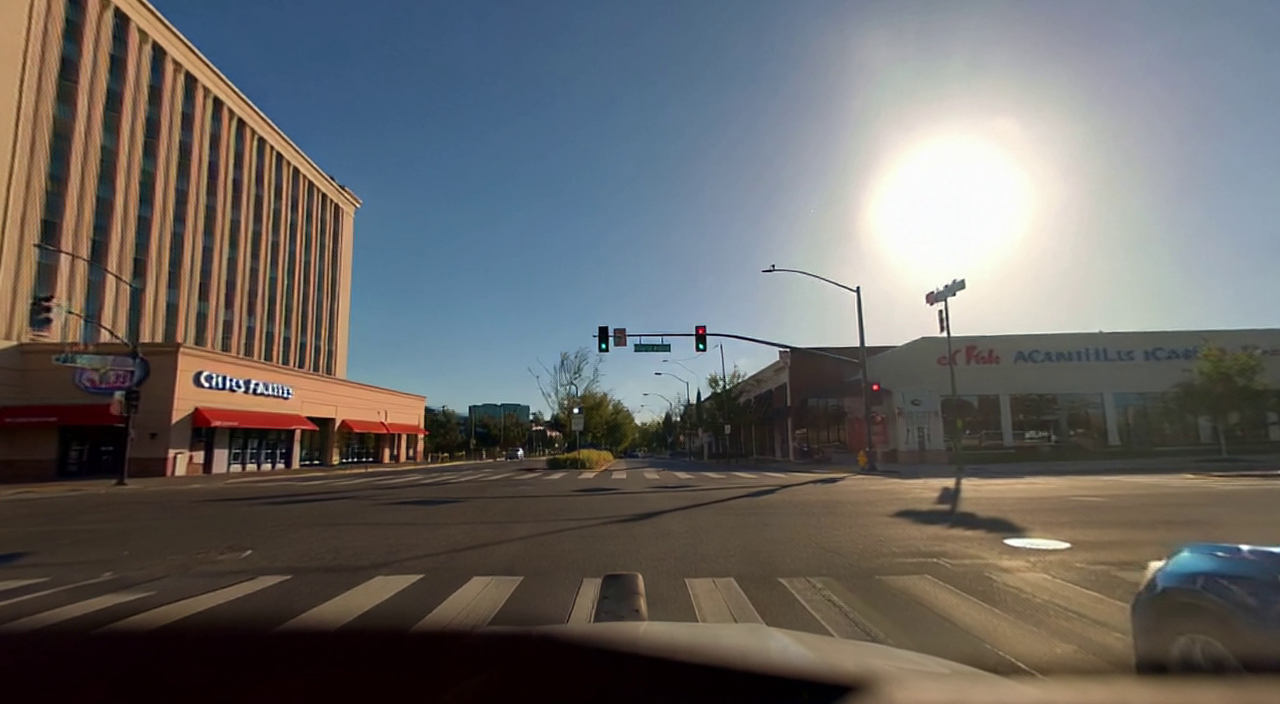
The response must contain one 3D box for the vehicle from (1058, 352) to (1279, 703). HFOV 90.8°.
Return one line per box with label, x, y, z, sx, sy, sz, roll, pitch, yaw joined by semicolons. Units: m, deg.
vehicle;3.038;0.595;0.443;2.015;1.641;4.995;0;-9;-1
